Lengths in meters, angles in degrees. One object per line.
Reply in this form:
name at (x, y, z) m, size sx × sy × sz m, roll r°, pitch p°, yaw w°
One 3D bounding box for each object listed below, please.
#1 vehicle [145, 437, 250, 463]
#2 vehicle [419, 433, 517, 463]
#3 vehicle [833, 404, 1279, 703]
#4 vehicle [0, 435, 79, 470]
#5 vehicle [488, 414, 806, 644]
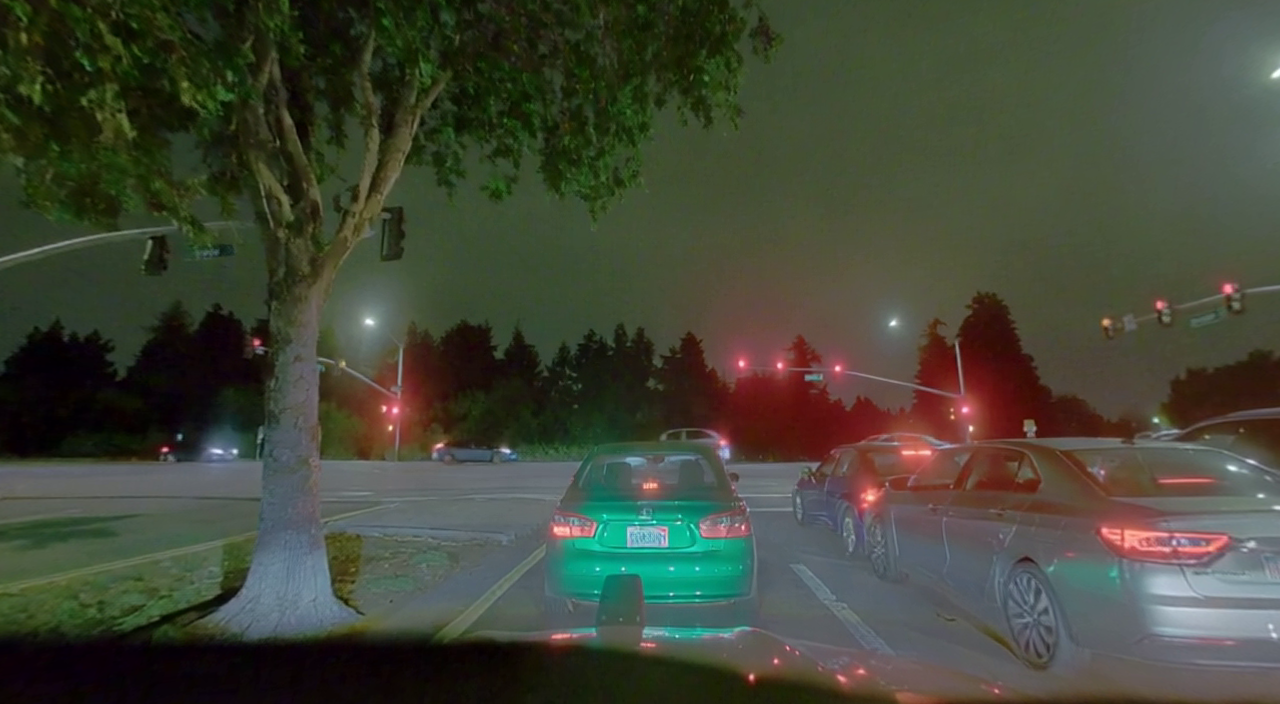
vehicle at (-26.003, 5.786, 37.231) m, size 4.828 × 1.467 × 1.963 m, roll -1°, pitch -8°, yaw 5°
vehicle at (-9.198, 5.184, 34.153) m, size 4.869 × 1.502 × 1.979 m, roll 1°, pitch -9°, yaw -7°
vehicle at (3.105, 1.285, 4.886) m, size 1.861 × 1.479 × 4.371 m, roll 0°, pitch -8°, yaw 0°
vehicle at (-30.465, 4.895, 30.876) m, size 4.517 × 1.637 × 1.935 m, roll -1°, pitch -9°, yaw 7°
vehicle at (0.043, 1.443, 6.193) m, size 2.026 × 1.458 × 4.175 m, roll 0°, pitch -8°, yaw 0°
